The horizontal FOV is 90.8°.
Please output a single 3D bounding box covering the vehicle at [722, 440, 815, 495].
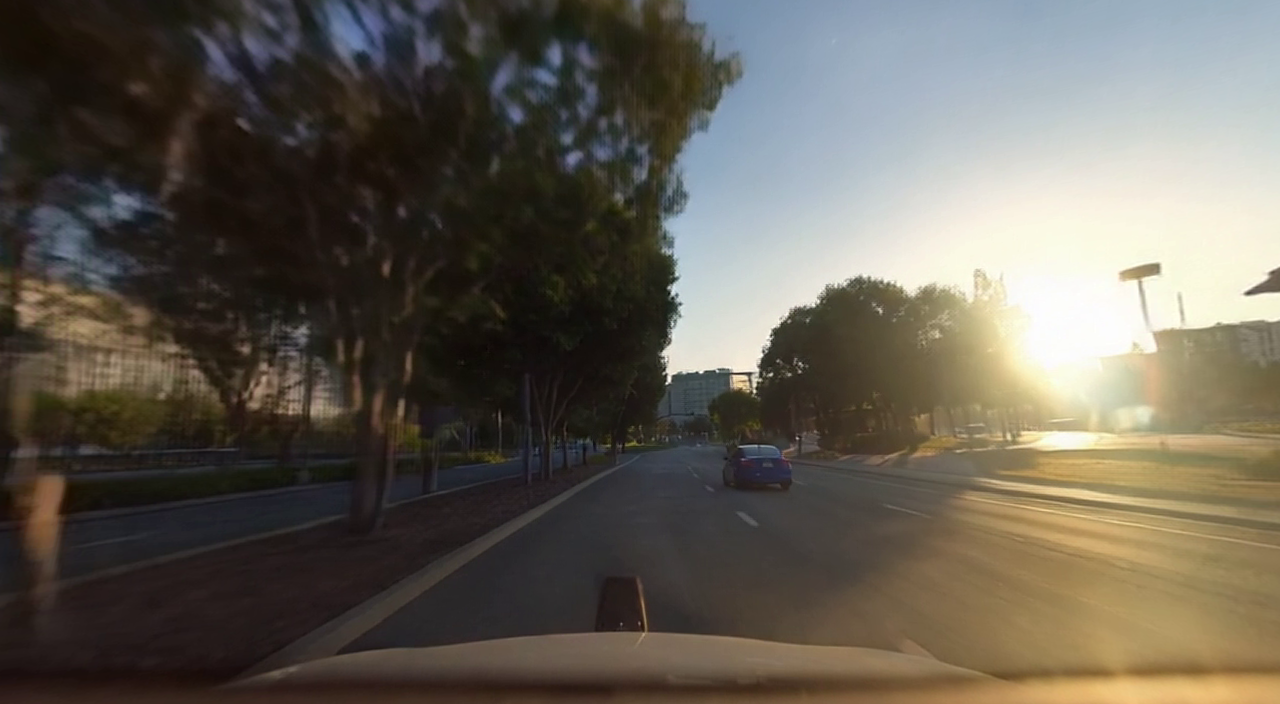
[{"bbox_3d":[3.783,3.475,19.418,1.928,1.481,4.453,0,-9,0],"label":"vehicle"}]
